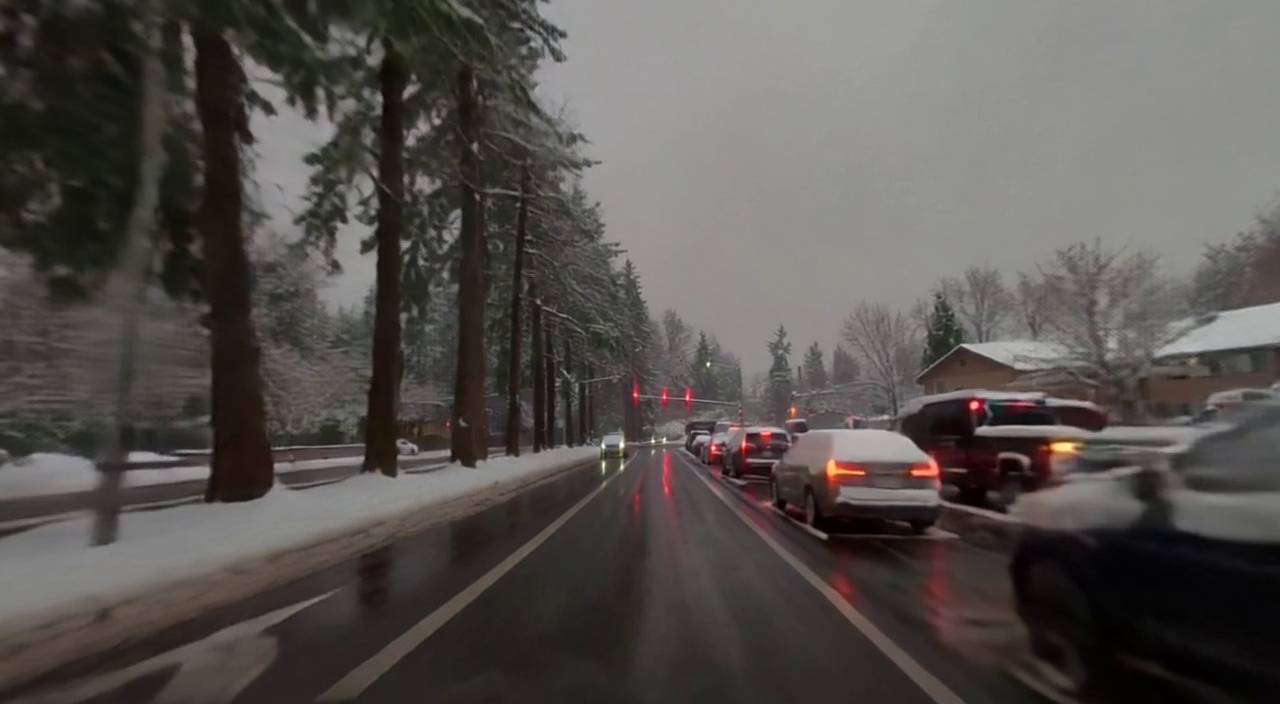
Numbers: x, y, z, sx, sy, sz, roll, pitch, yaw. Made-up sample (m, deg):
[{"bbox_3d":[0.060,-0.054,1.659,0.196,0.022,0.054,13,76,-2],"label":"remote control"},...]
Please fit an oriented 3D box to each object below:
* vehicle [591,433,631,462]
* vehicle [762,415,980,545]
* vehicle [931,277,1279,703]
[{"bbox_3d":[-1.749,5.925,39.420,2.083,1.691,4.398,0,-8,2],"label":"vehicle"},{"bbox_3d":[3.191,1.836,9.638,1.945,1.563,3.735,0,-8,1],"label":"vehicle"},{"bbox_3d":[2.827,0.616,1.599,2.052,1.693,4.554,0,-8,1],"label":"vehicle"}]
